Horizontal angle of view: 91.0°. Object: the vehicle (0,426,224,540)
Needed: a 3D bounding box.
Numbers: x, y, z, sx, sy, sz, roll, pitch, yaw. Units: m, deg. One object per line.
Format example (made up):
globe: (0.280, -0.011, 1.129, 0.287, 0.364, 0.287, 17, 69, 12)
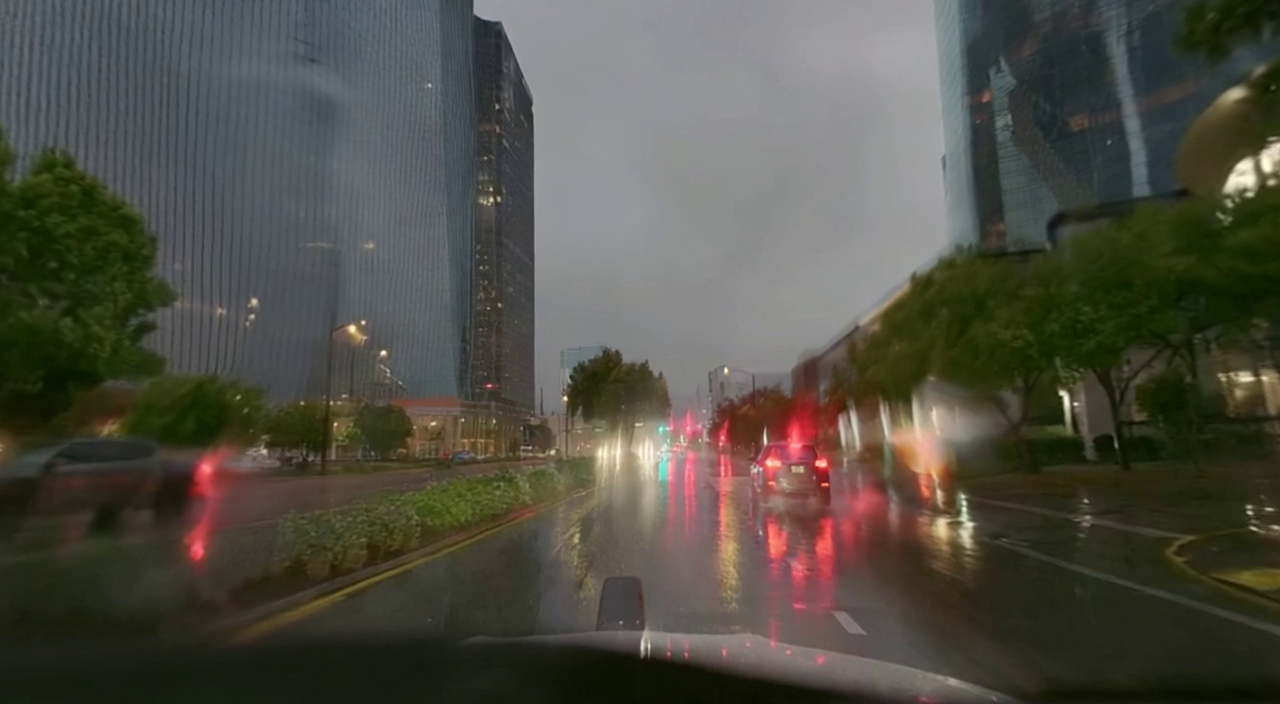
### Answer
vehicle: (-12.115, 2.643, 13.387, 2.297, 1.960, 5.687, -1, -9, 5)
